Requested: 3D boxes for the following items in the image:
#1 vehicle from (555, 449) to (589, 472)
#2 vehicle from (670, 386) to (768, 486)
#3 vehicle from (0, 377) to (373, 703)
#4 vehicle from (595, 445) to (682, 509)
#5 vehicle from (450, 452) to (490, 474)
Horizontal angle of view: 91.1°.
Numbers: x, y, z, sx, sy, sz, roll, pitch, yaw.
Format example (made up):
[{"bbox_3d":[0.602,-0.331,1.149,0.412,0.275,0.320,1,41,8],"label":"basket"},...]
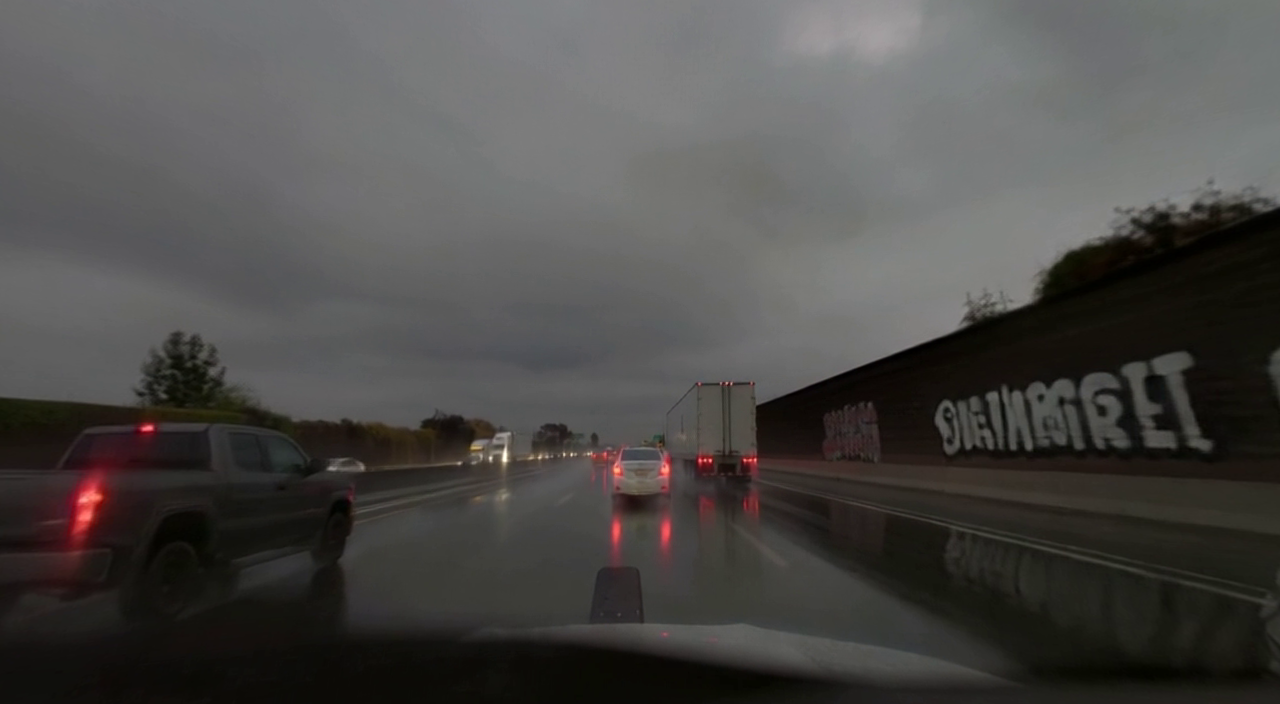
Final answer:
[{"bbox_3d":[-4.876,7.837,45.593,2.067,1.481,4.085,0,-9,0],"label":"vehicle"},{"bbox_3d":[3.543,4.477,32.835,2.902,4.014,14.446,0,-9,-1],"label":"vehicle"},{"bbox_3d":[-4.401,1.361,5.625,1.988,1.750,4.711,0,-9,-1],"label":"vehicle"},{"bbox_3d":[-0.074,3.229,16.727,2.033,1.468,4.015,0,-9,-1],"label":"vehicle"},{"bbox_3d":[-12.350,8.077,45.904,1.840,1.447,3.868,0,-9,0],"label":"vehicle"}]
